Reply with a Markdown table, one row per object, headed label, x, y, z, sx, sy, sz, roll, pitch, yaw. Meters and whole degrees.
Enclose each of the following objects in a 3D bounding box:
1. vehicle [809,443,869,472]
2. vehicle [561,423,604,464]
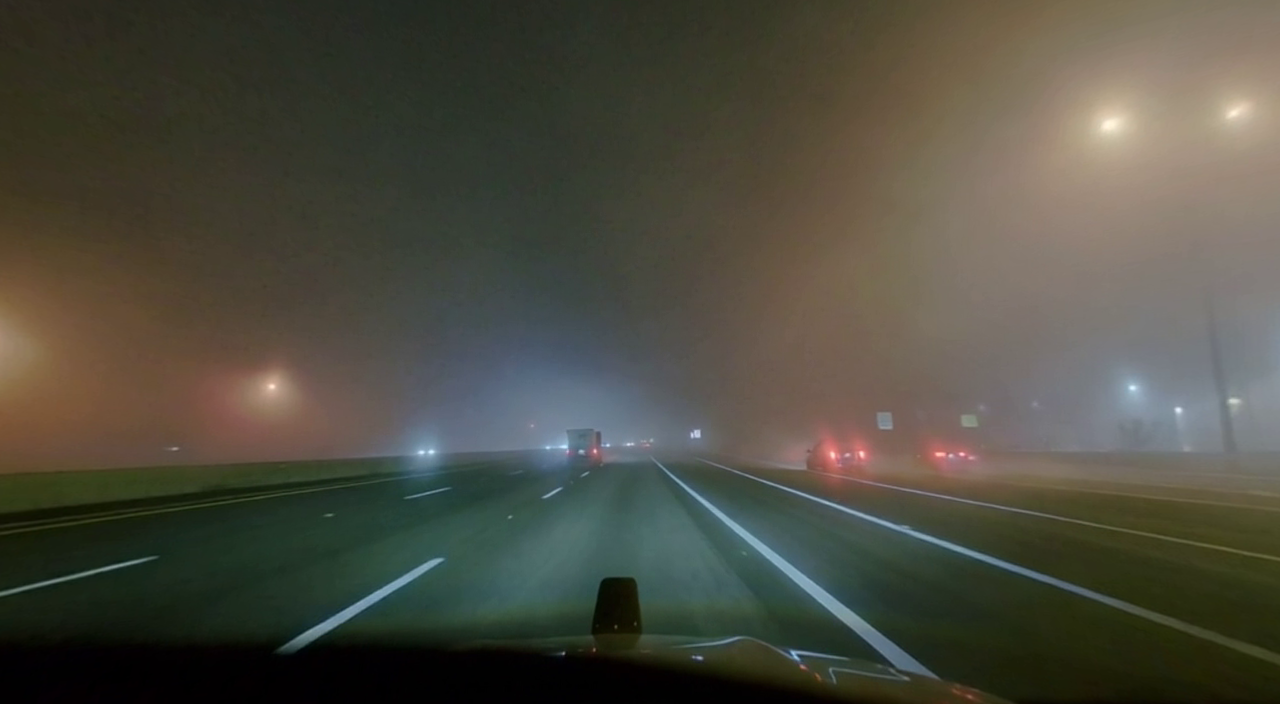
| label | x | y | z | sx | sy | sz | roll | pitch | yaw |
| --- | --- | --- | --- | --- | --- | --- | --- | --- | --- |
| vehicle | 11.014 | 5.869 | 35.245 | 2.035 | 1.491 | 4.246 | 0 | -9 | 1 |
| vehicle | -4.284 | 7.055 | 48.678 | 2.881 | 2.937 | 7.045 | 0 | -9 | -2 |
